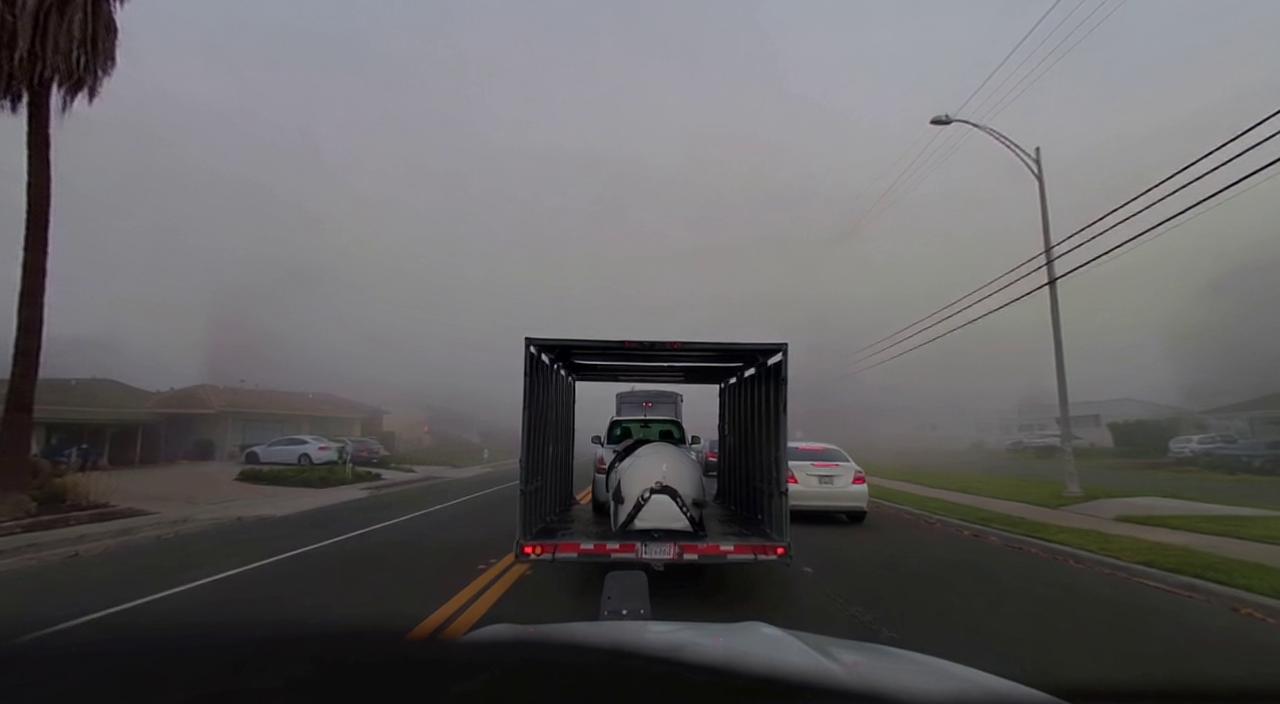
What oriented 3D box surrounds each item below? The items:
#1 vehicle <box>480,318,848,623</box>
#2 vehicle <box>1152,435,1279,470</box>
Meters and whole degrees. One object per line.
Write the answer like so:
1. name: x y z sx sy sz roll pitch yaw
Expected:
1. vehicle: 0.172 1.345 8.041 2.728 2.305 6.506 0 -8 0
2. vehicle: 28.570 4.985 31.367 4.193 1.633 1.928 -4 -9 26
